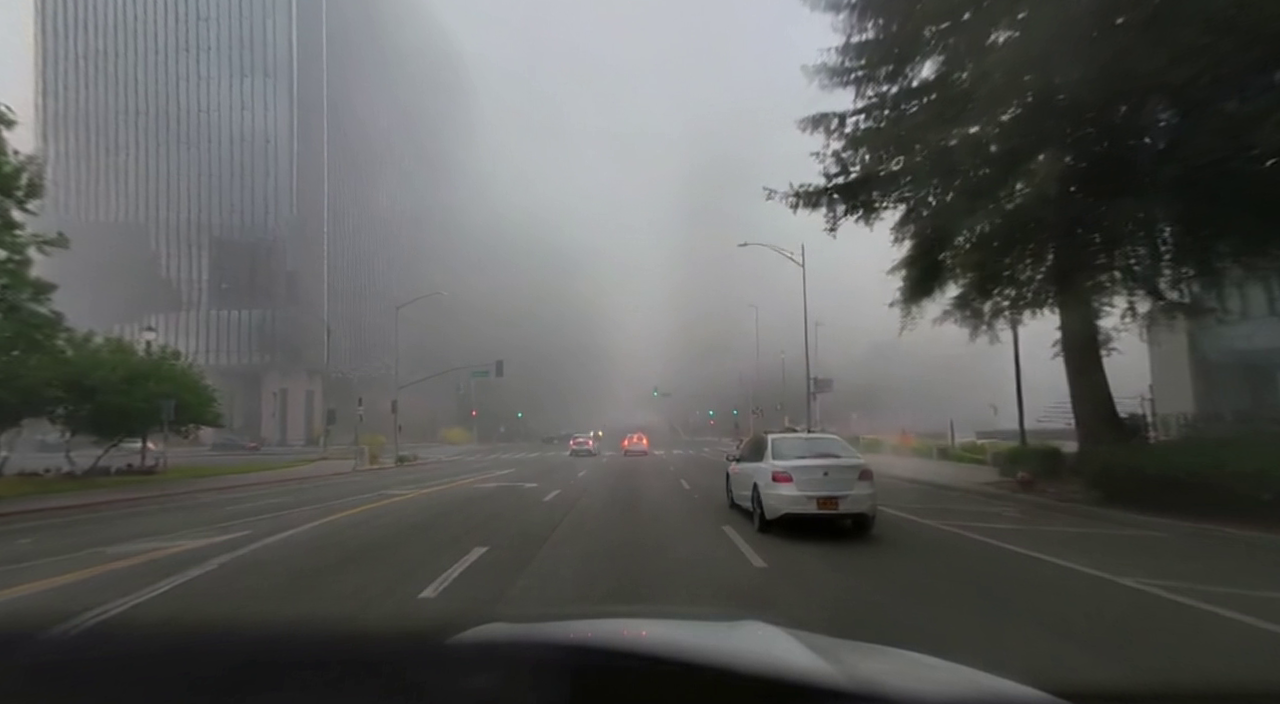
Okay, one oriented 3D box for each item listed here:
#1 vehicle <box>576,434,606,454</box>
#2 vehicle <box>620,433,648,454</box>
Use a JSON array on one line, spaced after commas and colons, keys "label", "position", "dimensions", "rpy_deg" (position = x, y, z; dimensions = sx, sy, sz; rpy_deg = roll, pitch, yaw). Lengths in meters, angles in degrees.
[{"label": "vehicle", "position": [-3.672, 6.966, 48.107], "dimensions": [1.995, 1.479, 4.627], "rpy_deg": [0, -7, -1]}, {"label": "vehicle", "position": [-0.449, 6.766, 47.063], "dimensions": [2.016, 1.478, 3.795], "rpy_deg": [0, -7, 0]}]
